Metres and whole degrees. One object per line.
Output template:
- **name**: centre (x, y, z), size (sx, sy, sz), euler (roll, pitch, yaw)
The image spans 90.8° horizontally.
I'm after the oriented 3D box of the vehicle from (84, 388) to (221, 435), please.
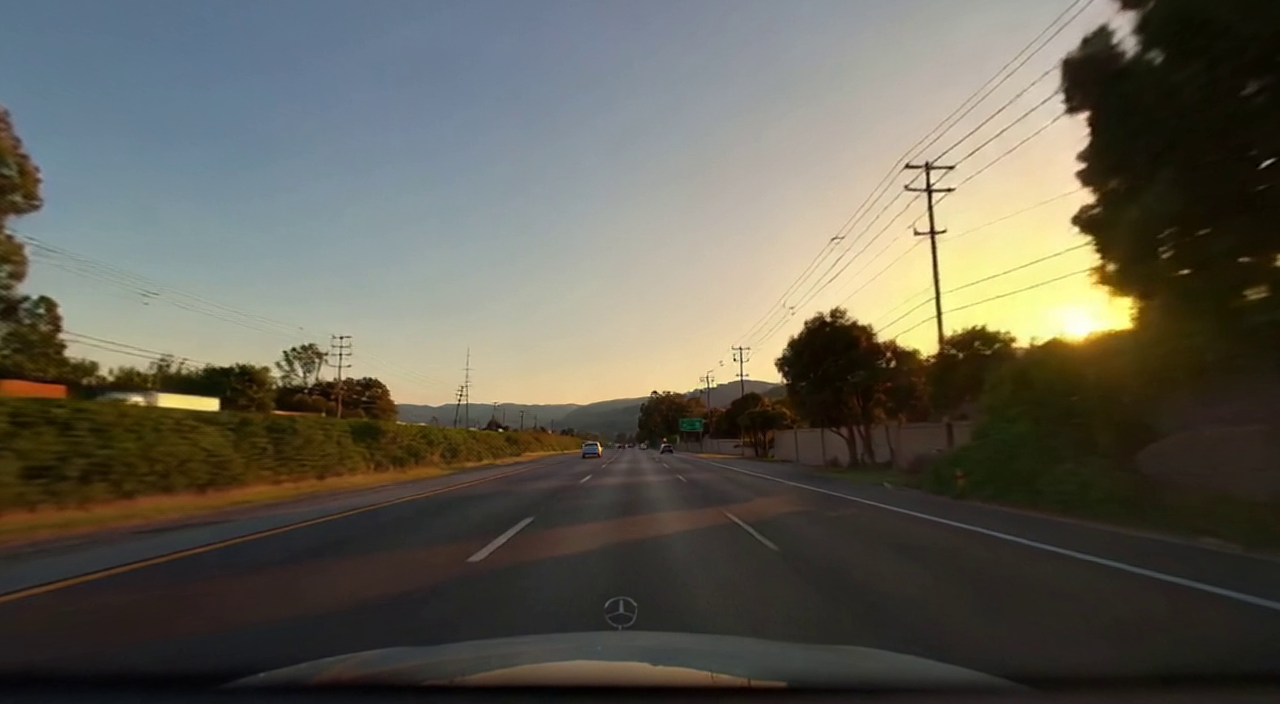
- **vehicle**: centre (-33.384, 4.262, 43.849), size (2.941, 2.815, 8.291), euler (0, -8, 0)
